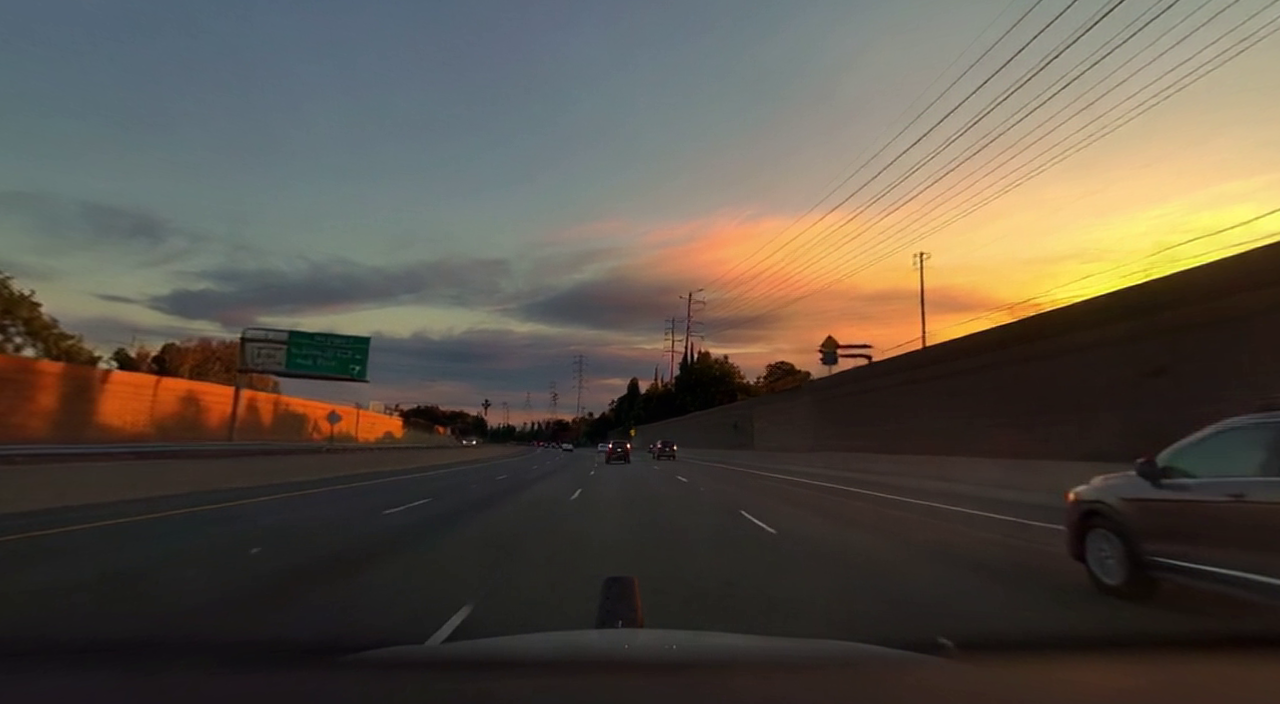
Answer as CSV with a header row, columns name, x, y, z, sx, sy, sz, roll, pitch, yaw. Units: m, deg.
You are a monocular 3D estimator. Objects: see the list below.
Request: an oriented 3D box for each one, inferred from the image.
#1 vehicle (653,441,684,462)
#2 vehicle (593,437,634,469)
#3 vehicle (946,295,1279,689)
name,x,y,z,sx,sy,sz,roll,pitch,yaw
vehicle,2.058,7.409,47.245,1.789,1.503,3.897,1,-8,-5
vehicle,-1.519,5.714,35.915,2.188,1.714,3.921,0,-8,-3
vehicle,4.586,0.790,3.724,2.504,2.033,5.979,0,-8,-1
